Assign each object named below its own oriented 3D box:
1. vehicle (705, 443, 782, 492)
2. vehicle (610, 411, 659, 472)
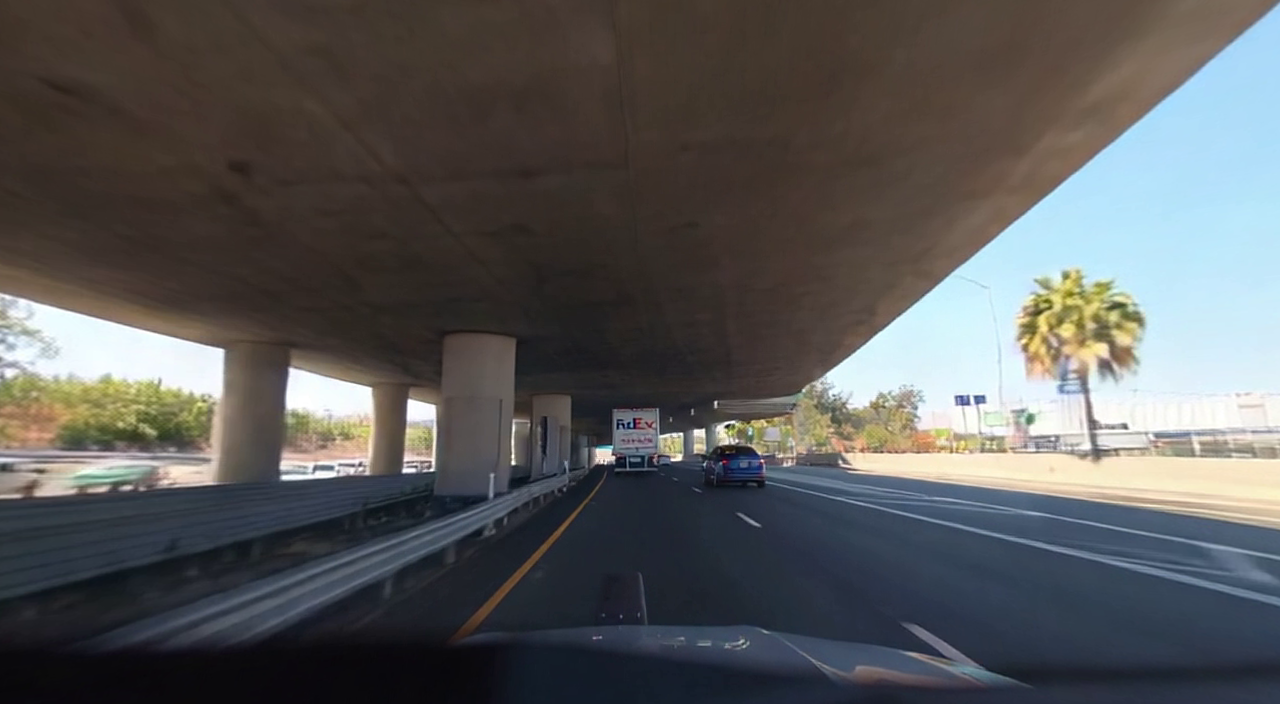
[{"bbox_3d":[3.522,4.023,22.245,1.966,1.558,4.238,0,-9,-1],"label":"vehicle"},{"bbox_3d":[-0.516,6.930,48.342,3.243,4.134,11.656,0,-9,-1],"label":"vehicle"}]
